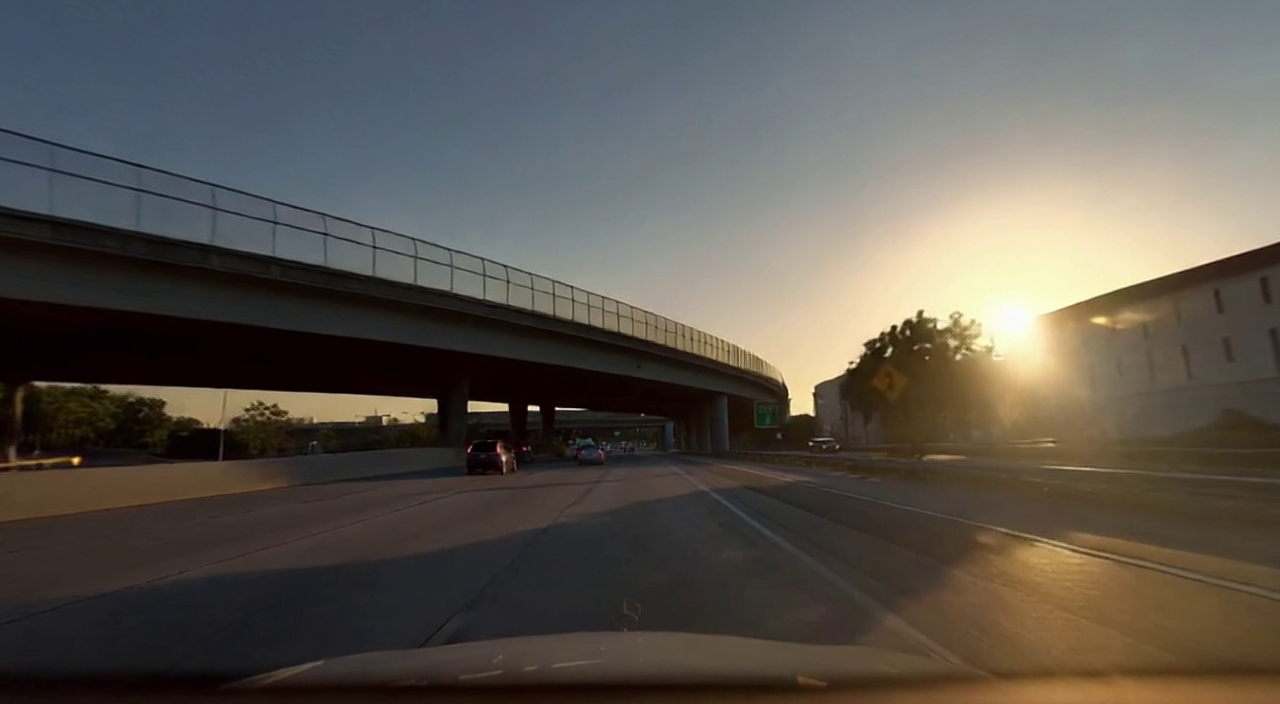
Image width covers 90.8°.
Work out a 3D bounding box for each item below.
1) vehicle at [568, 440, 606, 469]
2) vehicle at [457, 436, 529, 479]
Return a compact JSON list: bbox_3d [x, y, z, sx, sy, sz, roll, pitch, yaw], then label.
[{"bbox_3d":[-3.283,6.457,40.167,2.027,1.697,4.307,0,-8,0],"label":"vehicle"},{"bbox_3d":[-6.495,4.708,28.485,2.015,1.762,4.790,0,-8,1],"label":"vehicle"}]
